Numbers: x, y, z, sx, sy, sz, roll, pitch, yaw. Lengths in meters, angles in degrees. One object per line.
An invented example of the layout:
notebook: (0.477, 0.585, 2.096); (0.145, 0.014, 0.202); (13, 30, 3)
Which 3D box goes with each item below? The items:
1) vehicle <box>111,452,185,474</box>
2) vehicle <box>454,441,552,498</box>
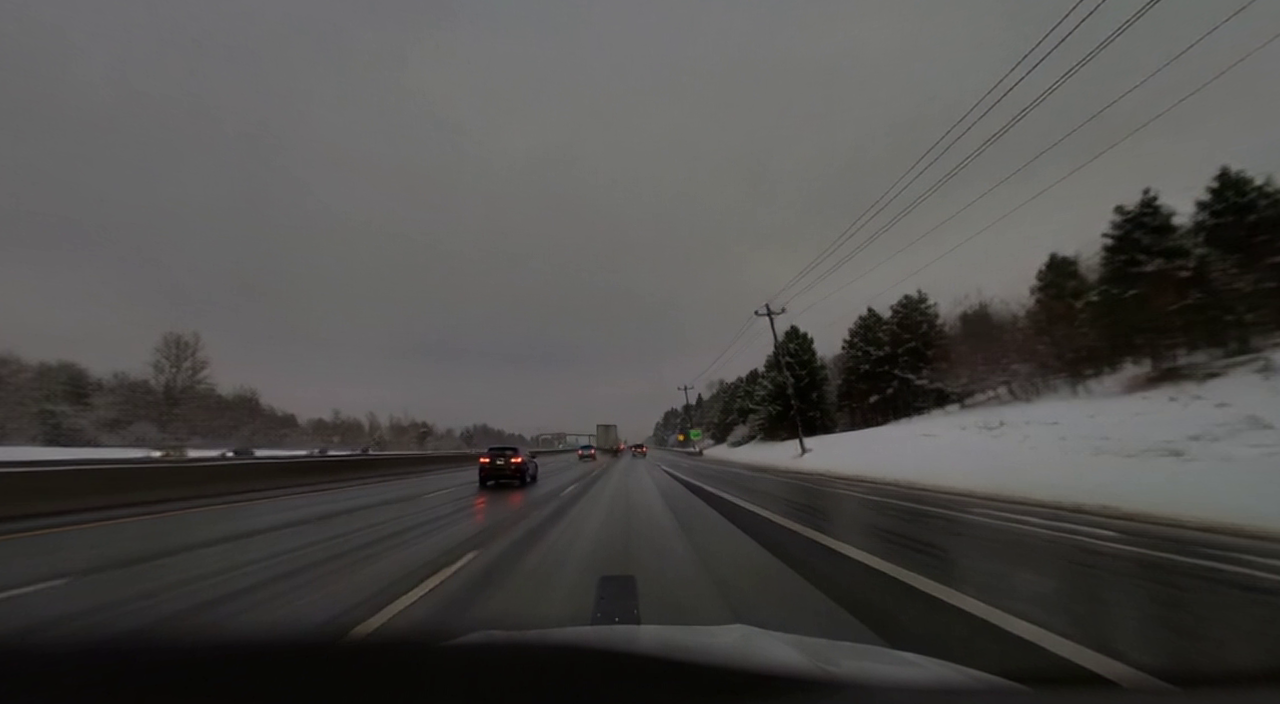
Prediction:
vehicle: (-35.325, 7.933, 45.513); (1.854, 1.467, 4.391); (0, -9, 0)
vehicle: (-4.016, 3.515, 19.331); (1.963, 1.533, 4.477); (0, -9, 0)
